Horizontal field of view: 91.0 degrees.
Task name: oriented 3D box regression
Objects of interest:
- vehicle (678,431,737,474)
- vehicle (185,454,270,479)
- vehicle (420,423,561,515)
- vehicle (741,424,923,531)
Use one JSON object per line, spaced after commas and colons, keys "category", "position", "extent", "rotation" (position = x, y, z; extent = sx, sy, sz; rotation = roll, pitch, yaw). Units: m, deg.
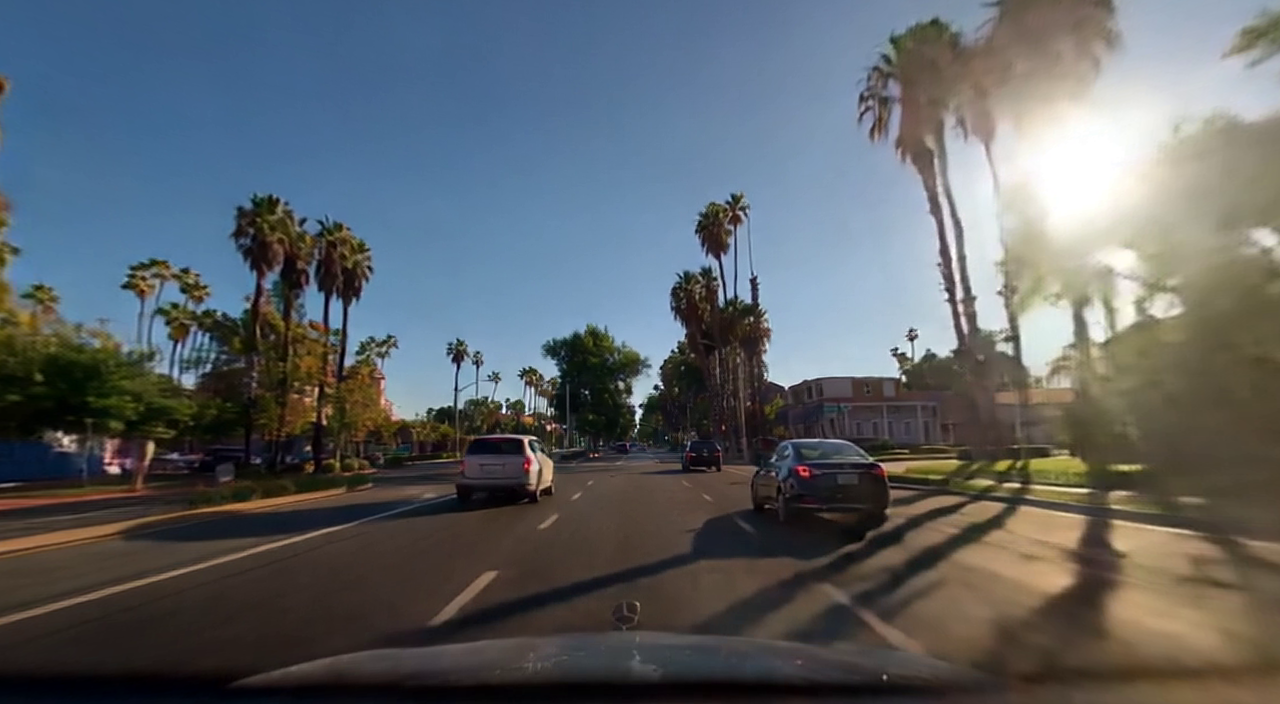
{"category": "vehicle", "position": [3.210, 4.914, 30.892], "extent": [2.244, 1.901, 4.561], "rotation": [0, -8, -2]}
{"category": "vehicle", "position": [-29.092, 8.083, 44.505], "extent": [4.586, 1.513, 1.973], "rotation": [-2, -9, -2]}
{"category": "vehicle", "position": [-3.168, 2.589, 14.414], "extent": [2.084, 1.735, 4.528], "rotation": [0, -8, 0]}
{"category": "vehicle", "position": [3.422, 2.324, 12.225], "extent": [2.084, 1.682, 4.148], "rotation": [0, -8, -2]}
